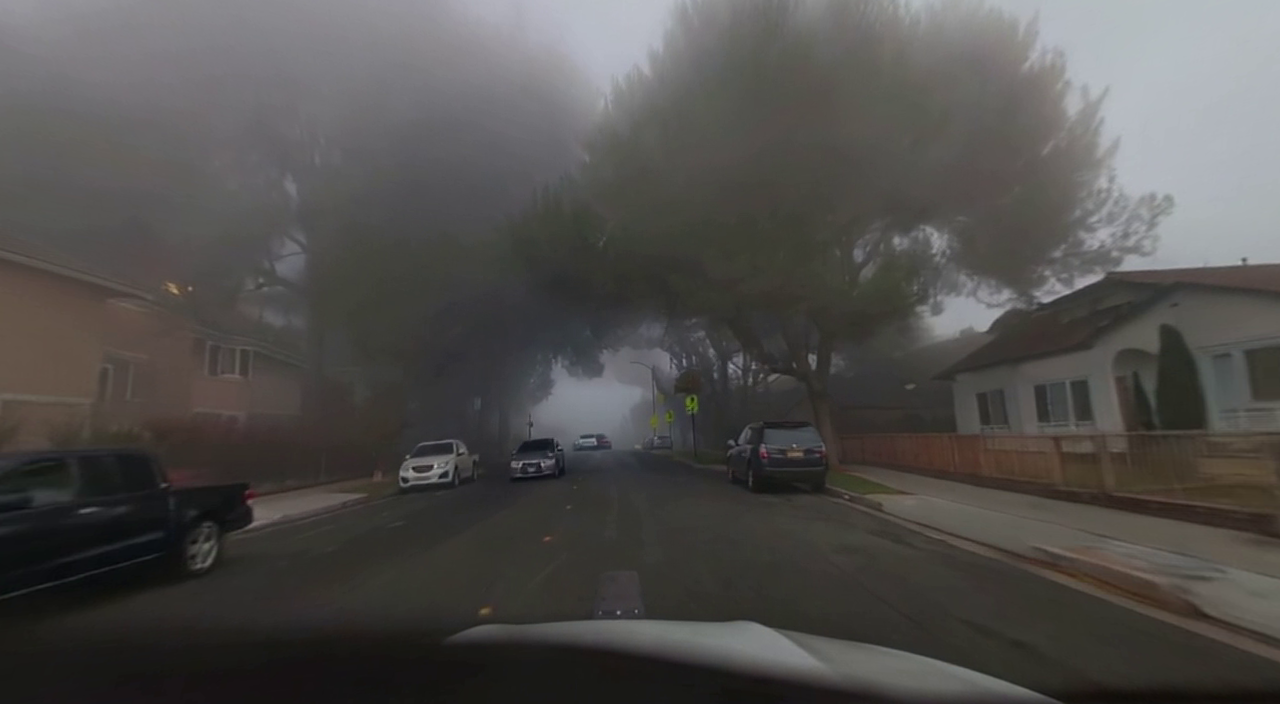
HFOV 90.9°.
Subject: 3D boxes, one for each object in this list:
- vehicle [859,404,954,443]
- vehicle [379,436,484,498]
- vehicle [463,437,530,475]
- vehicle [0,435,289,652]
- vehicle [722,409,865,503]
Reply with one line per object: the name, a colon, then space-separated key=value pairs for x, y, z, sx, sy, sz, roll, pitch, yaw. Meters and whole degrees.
vehicle: x=13.390 y=3.677 z=31.827 sx=4.184 sy=1.817 sz=2.026 roll=-4 pitch=-9 yaw=22
vehicle: x=-5.907 y=3.250 z=18.337 sx=1.842 sy=1.540 sz=3.704 roll=-2 pitch=-7 yaw=-1
vehicle: x=-6.086 y=4.434 z=27.173 sx=1.919 sy=1.464 sz=4.155 roll=1 pitch=-8 yaw=-1
vehicle: x=-5.621 y=1.524 z=5.651 sx=1.972 sy=1.502 sz=5.530 roll=1 pitch=-7 yaw=-3
vehicle: x=3.096 y=2.201 z=13.782 sx=1.997 sy=1.663 sz=4.544 roll=-2 pitch=-8 yaw=1
